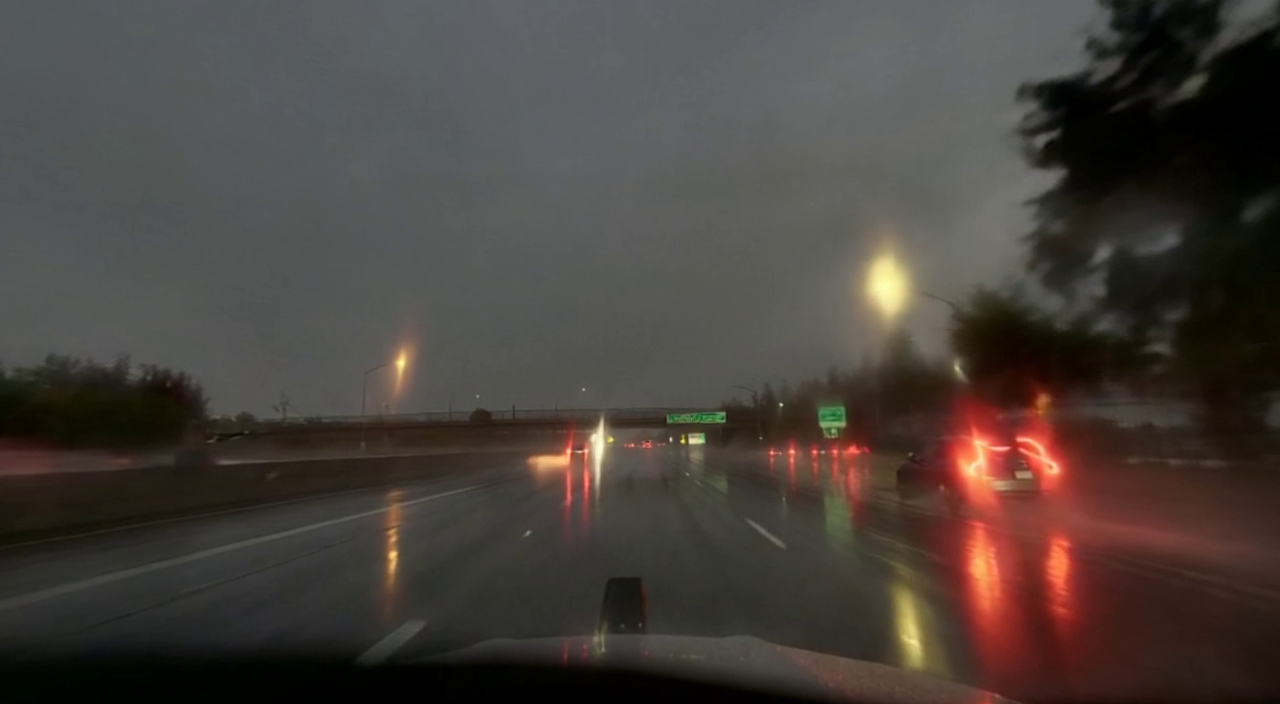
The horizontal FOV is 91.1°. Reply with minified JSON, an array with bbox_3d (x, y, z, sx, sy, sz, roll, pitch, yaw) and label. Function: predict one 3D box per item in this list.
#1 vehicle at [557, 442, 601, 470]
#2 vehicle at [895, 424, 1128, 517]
[{"bbox_3d":[-3.530,6.150,37.218,2.055,1.533,4.604,-1,-8,1],"label":"vehicle"},{"bbox_3d":[7.525,2.439,13.496,2.032,1.601,4.863,0,-8,0],"label":"vehicle"}]
